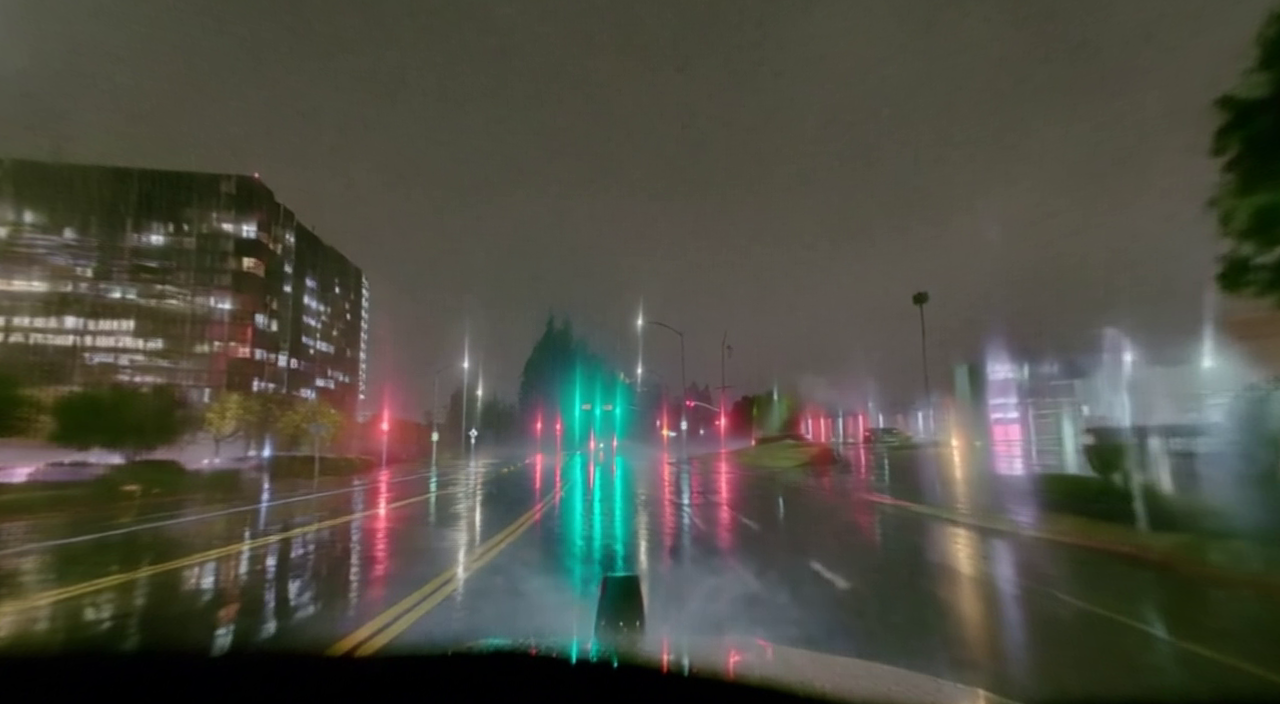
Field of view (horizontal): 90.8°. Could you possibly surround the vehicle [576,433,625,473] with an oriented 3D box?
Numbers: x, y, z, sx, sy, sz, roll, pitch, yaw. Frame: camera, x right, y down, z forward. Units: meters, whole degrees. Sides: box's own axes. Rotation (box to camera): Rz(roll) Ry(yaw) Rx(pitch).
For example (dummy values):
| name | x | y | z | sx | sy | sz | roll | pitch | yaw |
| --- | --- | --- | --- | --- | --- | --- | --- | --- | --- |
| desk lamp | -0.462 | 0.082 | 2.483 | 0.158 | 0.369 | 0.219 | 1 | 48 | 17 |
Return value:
| name | x | y | z | sx | sy | sz | roll | pitch | yaw |
| --- | --- | --- | --- | --- | --- | --- | --- | --- | --- |
| vehicle | -1.916 | 4.922 | 31.080 | 2.230 | 1.827 | 4.298 | 0 | -8 | -3 |
